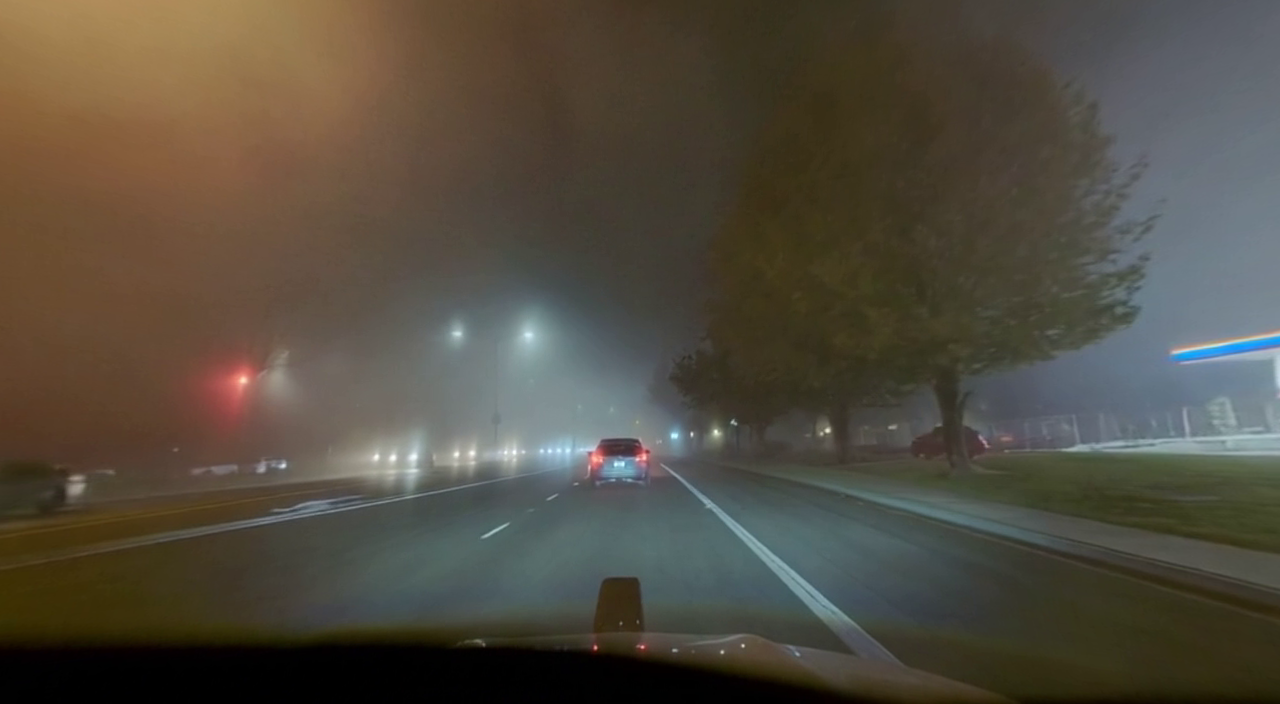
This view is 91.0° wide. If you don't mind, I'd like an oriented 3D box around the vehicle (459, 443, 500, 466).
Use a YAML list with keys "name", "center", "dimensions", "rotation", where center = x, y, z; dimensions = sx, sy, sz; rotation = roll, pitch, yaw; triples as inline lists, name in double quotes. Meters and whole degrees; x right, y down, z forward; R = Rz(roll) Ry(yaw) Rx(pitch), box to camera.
- name: "vehicle"
  center: [-12.445, 7.963, 49.005]
  dimensions: [1.956, 1.697, 4.380]
  rotation: [0, -8, 1]

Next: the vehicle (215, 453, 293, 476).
- name: "vehicle"
  center: [-30.542, 8.886, 49.925]
  dimensions: [2.099, 1.565, 4.767]
  rotation: [-6, -10, 35]

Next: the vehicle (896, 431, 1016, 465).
- name: "vehicle"
  center: [15.475, 4.730, 31.048]
  dimensions: [4.812, 1.549, 2.015]
  rotation: [0, -8, 0]

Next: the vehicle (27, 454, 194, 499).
- name: "vehicle"
  center: [-23.975, 5.593, 28.832]
  dimensions: [2.053, 1.738, 5.352]
  rotation: [-4, -9, 25]

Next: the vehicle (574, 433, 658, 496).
- name: "vehicle"
  center: [-0.595, 3.092, 17.643]
  dimensions: [2.062, 1.519, 4.214]
  rotation: [1, -8, 0]

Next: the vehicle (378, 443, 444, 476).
- name: "vehicle"
  center: [-12.700, 5.956, 35.199]
  dimensions: [1.943, 1.668, 4.331]
  rotation: [0, -9, 1]
